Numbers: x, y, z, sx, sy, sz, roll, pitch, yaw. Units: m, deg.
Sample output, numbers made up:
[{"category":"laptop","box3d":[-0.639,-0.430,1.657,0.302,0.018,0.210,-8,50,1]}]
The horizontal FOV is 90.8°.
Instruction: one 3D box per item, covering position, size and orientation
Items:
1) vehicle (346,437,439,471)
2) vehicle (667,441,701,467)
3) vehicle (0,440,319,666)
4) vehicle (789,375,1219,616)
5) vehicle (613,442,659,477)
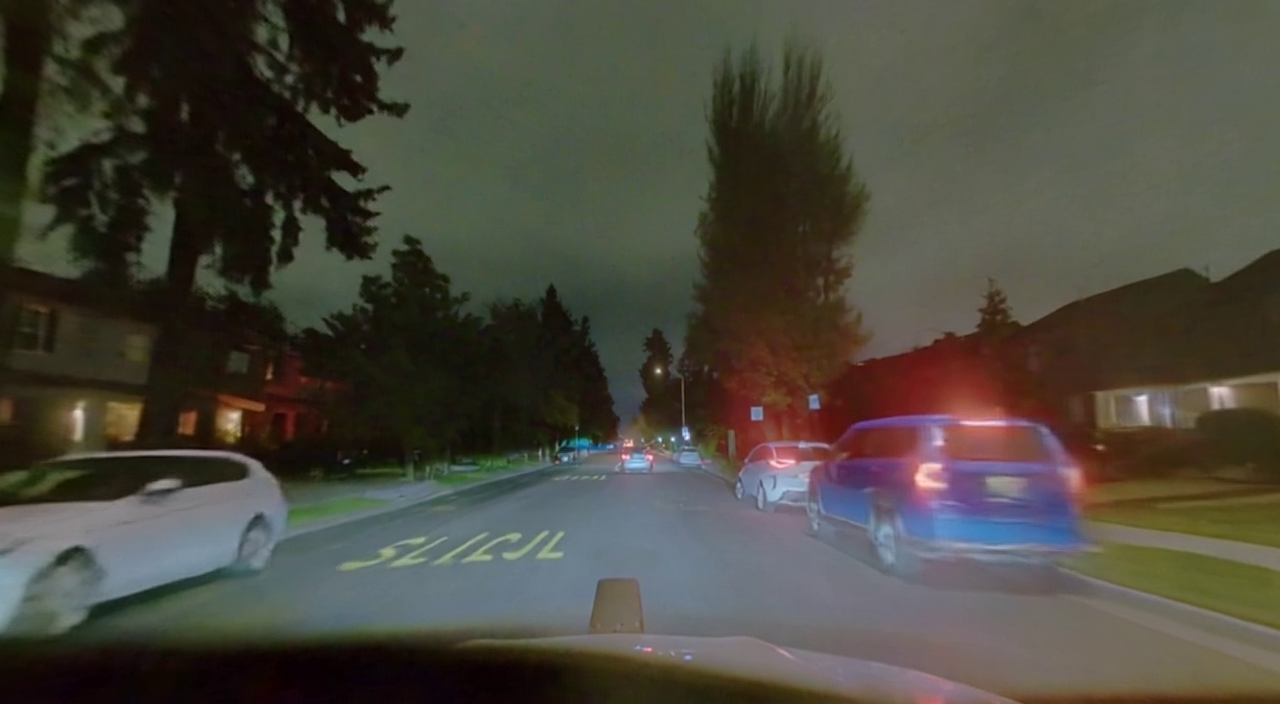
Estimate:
[{"category":"vehicle","box3d":[-13.524,5.577,34.716,4.253,1.772,1.980,1,-9,-3]},{"category":"vehicle","box3d":[3.005,7.041,43.826,1.978,1.690,4.306,0,-8,-1]},{"category":"vehicle","box3d":[-5.257,1.638,6.023,1.984,1.498,4.508,-3,-8,1]},{"category":"vehicle","box3d":[3.576,1.539,7.711,2.221,1.960,4.927,0,-8,-1]},{"category":"vehicle","box3d":[-0.193,4.899,29.081,2.000,1.449,4.006,0,-8,-1]}]
